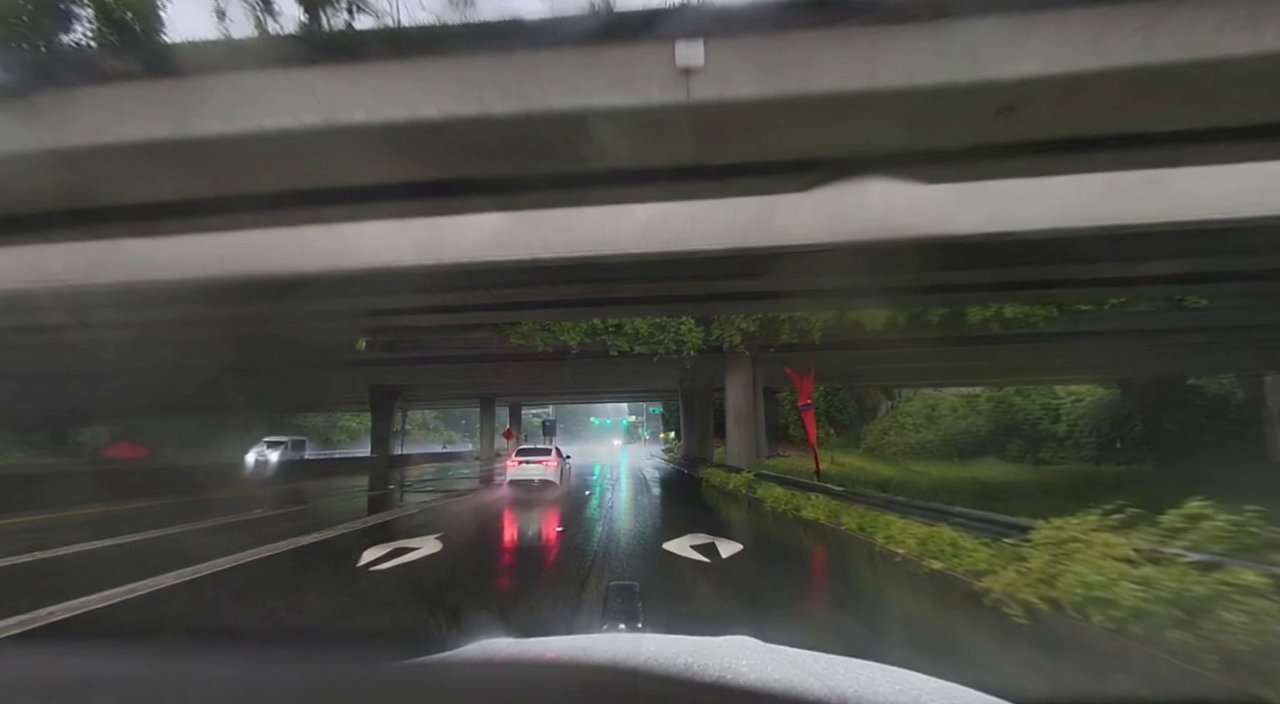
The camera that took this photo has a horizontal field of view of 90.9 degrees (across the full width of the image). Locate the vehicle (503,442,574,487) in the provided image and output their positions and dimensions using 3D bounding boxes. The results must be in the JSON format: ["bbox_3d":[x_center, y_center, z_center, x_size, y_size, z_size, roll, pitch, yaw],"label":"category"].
[{"bbox_3d":[-3.578,4.050,23.000,1.963,1.460,4.614,0,-9,-2],"label":"vehicle"}]

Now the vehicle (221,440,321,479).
[{"bbox_3d":[-18.534,5.416,31.957,2.196,1.834,4.766,0,-9,-1],"label":"vehicle"}]
